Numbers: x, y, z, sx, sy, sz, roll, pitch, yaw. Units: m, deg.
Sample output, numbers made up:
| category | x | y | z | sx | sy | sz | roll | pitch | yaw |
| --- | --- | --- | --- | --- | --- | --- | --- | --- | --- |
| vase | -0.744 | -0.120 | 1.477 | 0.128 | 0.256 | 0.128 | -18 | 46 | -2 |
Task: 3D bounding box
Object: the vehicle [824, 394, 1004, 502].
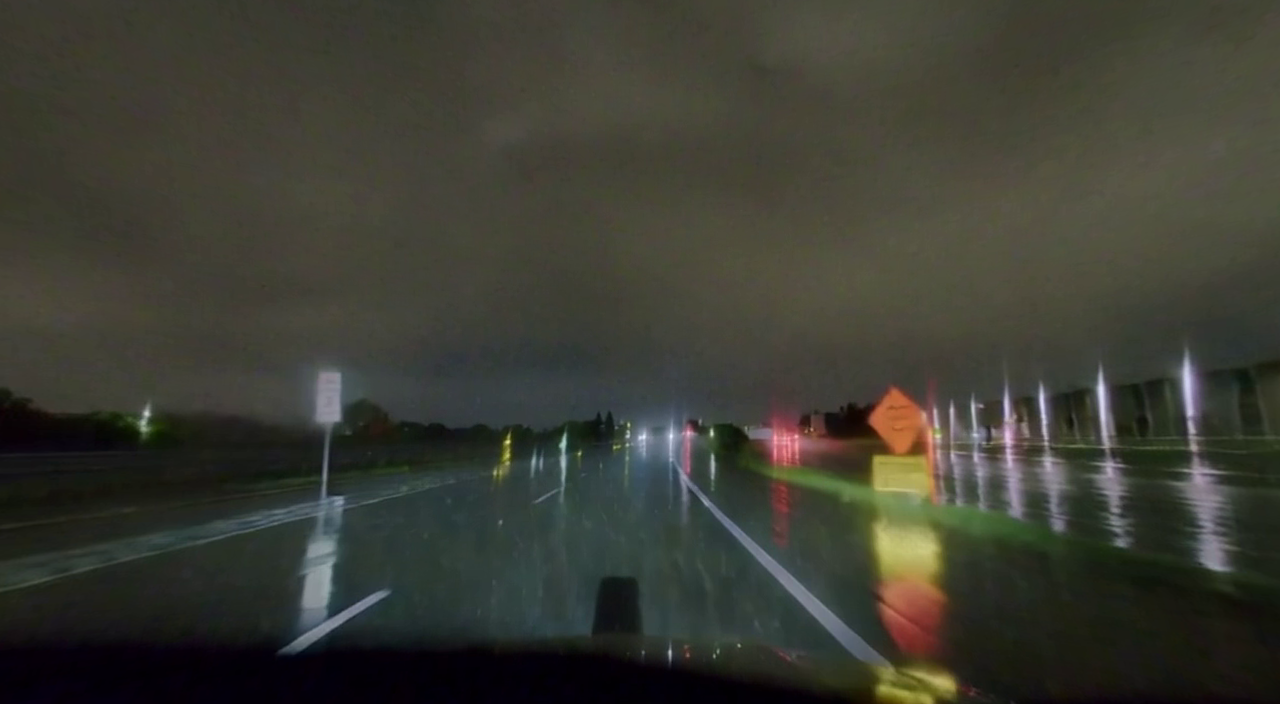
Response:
| category | x | y | z | sx | sy | sz | roll | pitch | yaw |
| --- | --- | --- | --- | --- | --- | --- | --- | --- | --- |
| vehicle | 5.761 | 2.089 | 13.909 | 1.914 | 2.013 | 4.041 | 0 | -8 | -3 |
